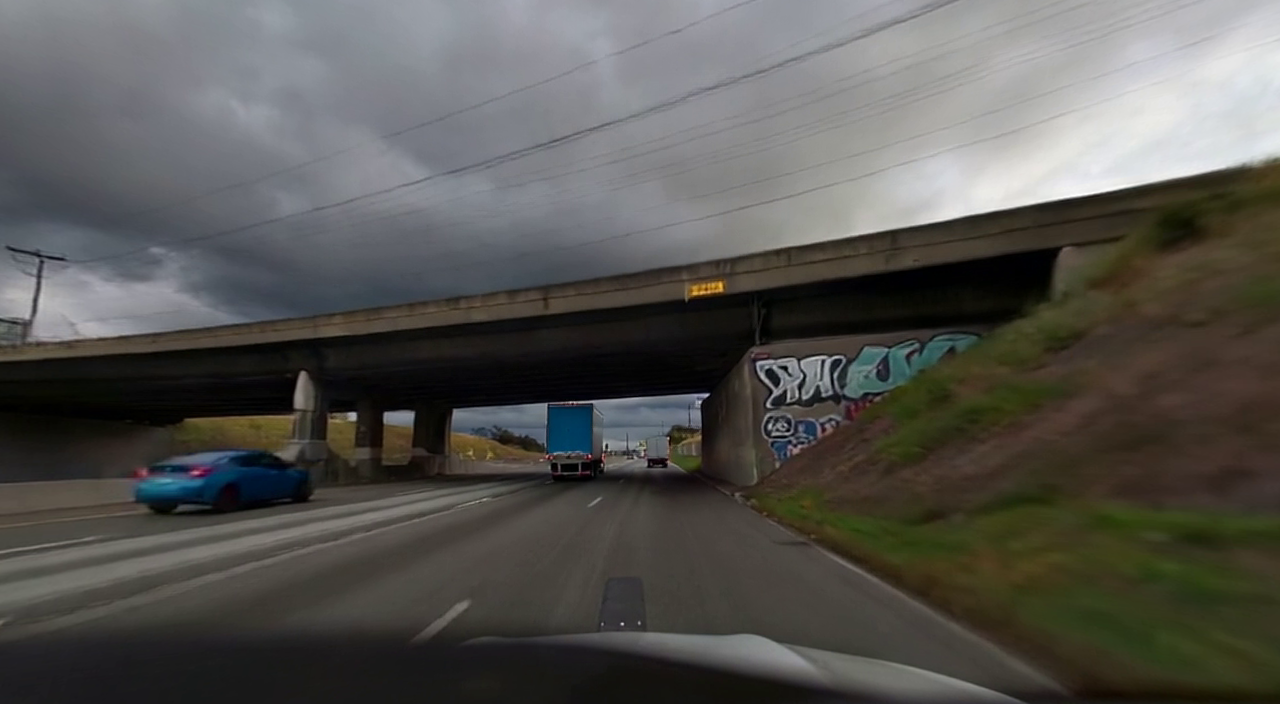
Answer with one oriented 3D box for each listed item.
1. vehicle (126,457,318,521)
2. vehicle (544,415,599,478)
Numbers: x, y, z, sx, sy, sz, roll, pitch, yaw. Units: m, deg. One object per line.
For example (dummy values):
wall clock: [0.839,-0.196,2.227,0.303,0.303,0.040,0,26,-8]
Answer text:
vehicle: [-10.580,3.463,16.451,1.940,1.381,4.348,0,-9,1]
vehicle: [-4.706,6.767,45.178,2.955,4.022,8.842,0,-9,0]
